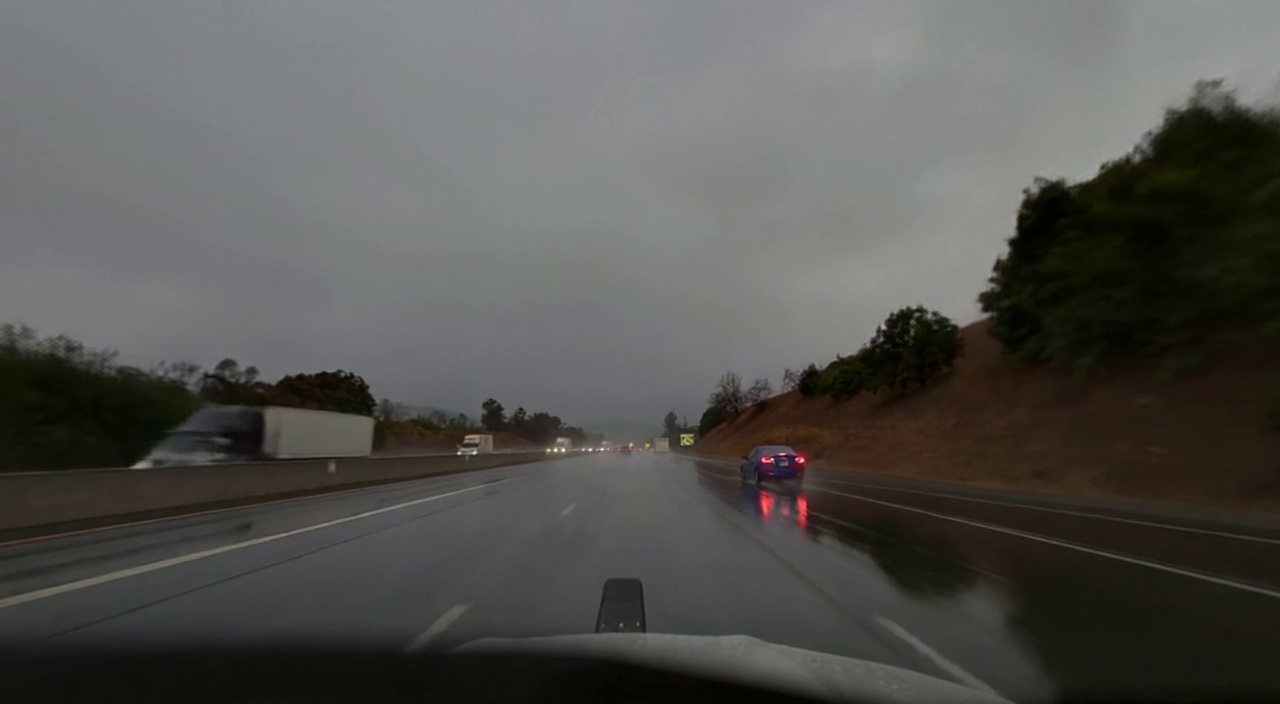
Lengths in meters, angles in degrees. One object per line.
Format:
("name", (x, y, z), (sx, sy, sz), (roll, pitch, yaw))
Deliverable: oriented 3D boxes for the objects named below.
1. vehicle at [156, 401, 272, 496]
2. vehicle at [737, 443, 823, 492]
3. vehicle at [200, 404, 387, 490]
("vehicle", (-19.209, 4.365, 28.667), (2.999, 4.006, 2.848), (0, -9, 0))
("vehicle", (4.617, 3.861, 21.422), (1.967, 1.472, 3.751), (0, -9, -2))
("vehicle", (-19.256, 5.597, 37.018), (2.888, 4.058, 14.195), (0, -9, 0))
